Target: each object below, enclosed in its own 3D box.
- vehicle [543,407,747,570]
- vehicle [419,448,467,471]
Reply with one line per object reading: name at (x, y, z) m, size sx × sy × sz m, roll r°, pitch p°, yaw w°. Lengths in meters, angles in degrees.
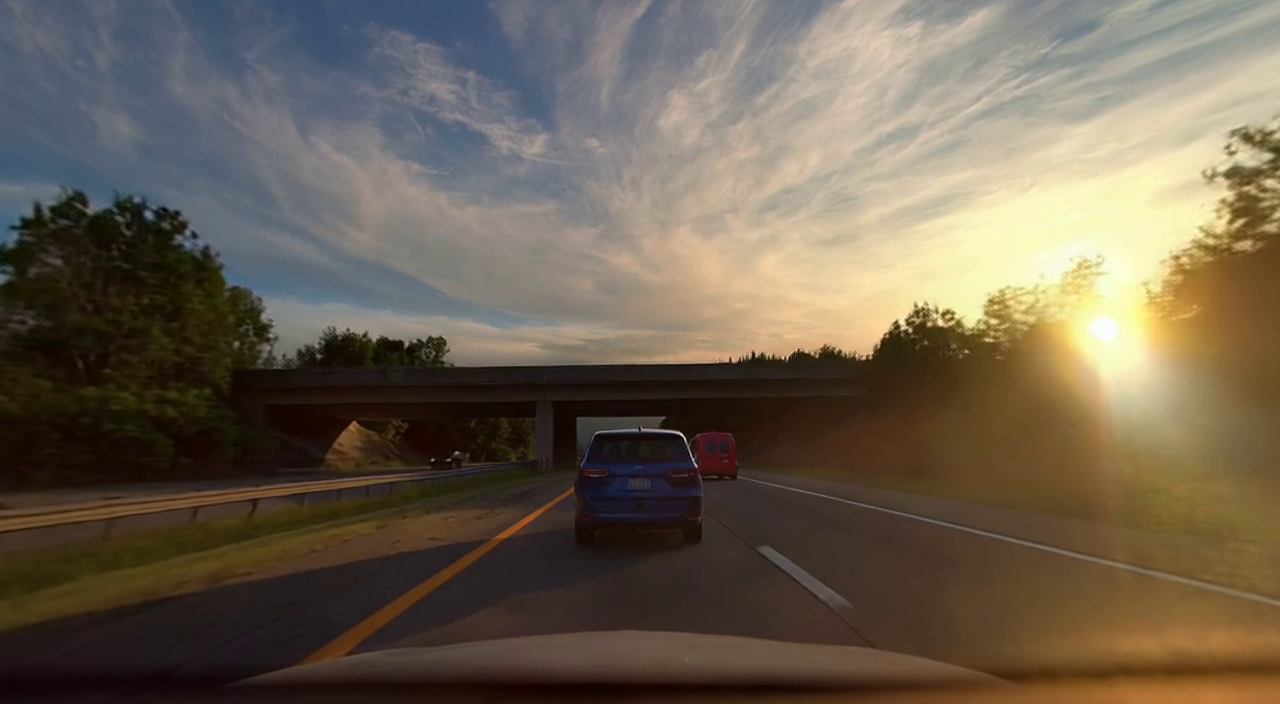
vehicle at (0.065, 1.854, 9.206) m, size 2.288 × 1.823 × 4.059 m, roll 0°, pitch -9°, yaw 0°
vehicle at (-13.668, 7.473, 43.935) m, size 1.836 × 1.465 × 4.514 m, roll 0°, pitch -9°, yaw 0°
